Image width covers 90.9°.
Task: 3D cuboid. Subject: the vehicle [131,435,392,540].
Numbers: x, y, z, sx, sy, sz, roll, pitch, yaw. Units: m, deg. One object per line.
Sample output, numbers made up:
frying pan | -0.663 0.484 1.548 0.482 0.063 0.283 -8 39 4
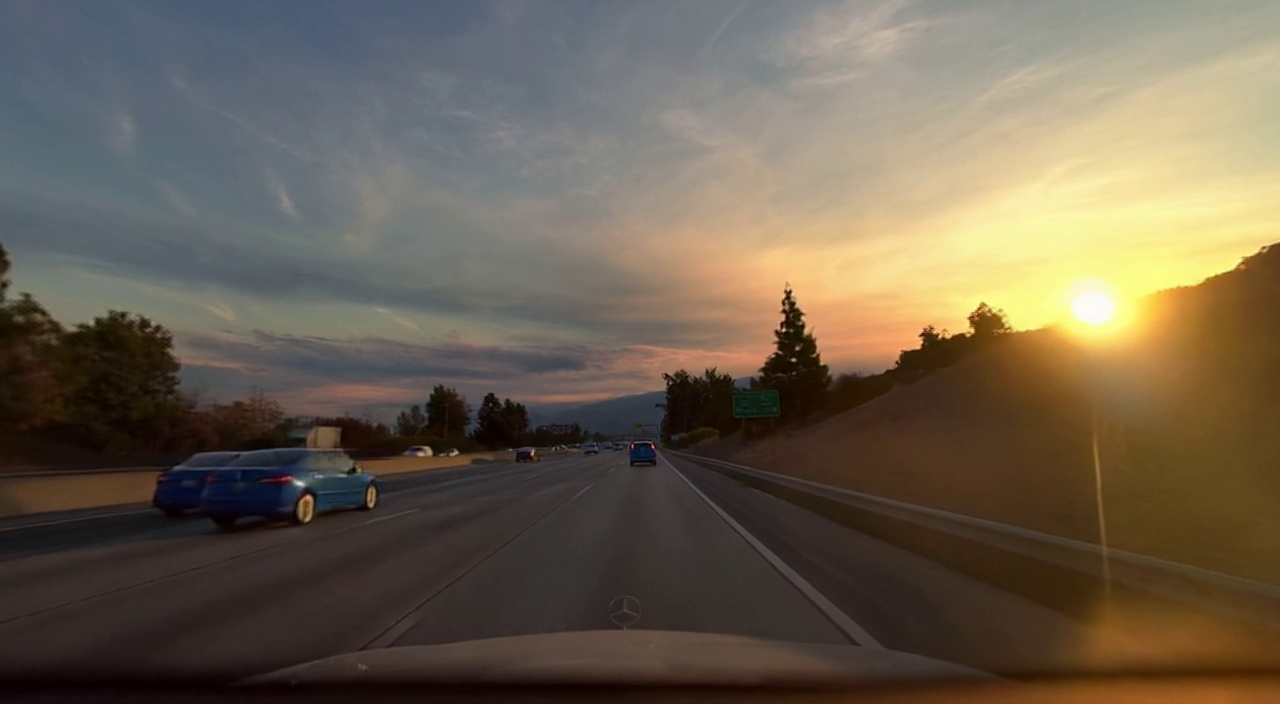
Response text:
vehicle | -6.603 2.377 11.788 2.116 1.570 4.377 0 -8 1

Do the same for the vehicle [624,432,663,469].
vehicle | 0.218 6.221 39.905 2.318 2.145 4.561 0 -8 0
